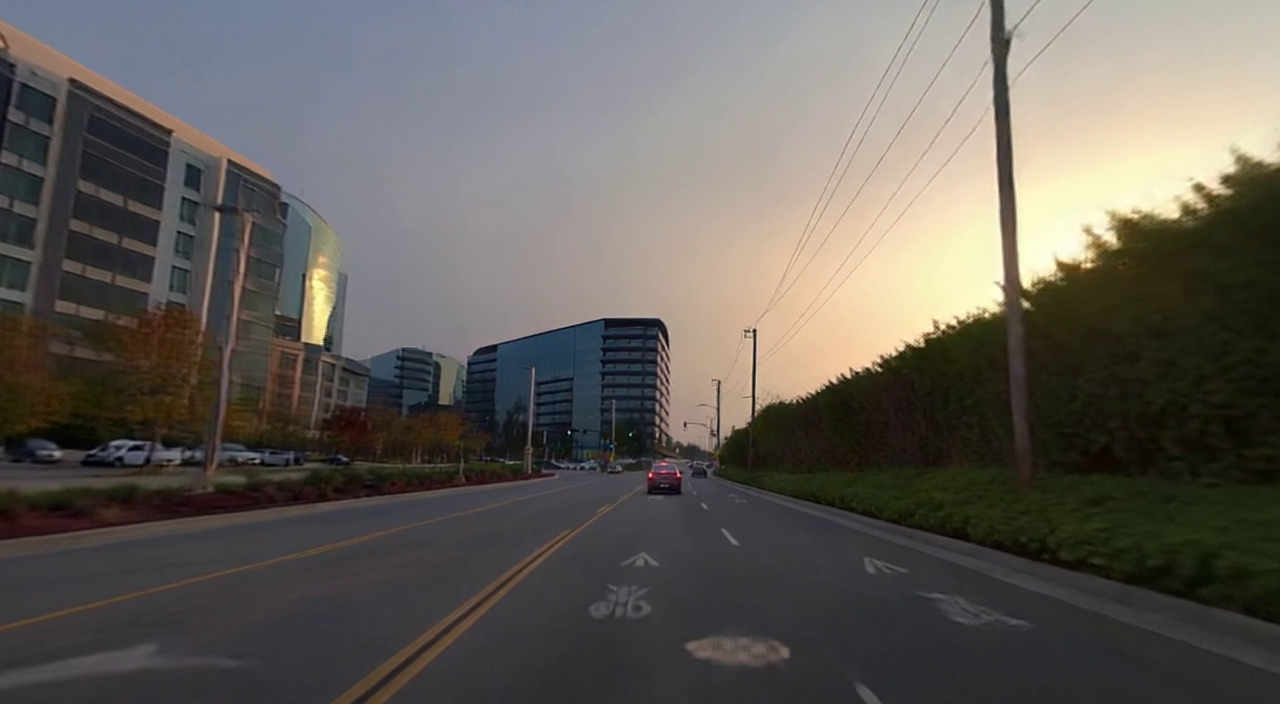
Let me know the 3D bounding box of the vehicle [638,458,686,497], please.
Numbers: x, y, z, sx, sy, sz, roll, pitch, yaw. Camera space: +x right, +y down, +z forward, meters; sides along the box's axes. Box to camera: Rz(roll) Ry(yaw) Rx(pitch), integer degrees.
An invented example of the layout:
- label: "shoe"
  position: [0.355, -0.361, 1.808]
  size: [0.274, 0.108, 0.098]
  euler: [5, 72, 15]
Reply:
- label: "vehicle"
  position: [1.087, 5.794, 29.102]
  size: [2.067, 1.629, 3.858]
  euler: [0, -11, 4]
